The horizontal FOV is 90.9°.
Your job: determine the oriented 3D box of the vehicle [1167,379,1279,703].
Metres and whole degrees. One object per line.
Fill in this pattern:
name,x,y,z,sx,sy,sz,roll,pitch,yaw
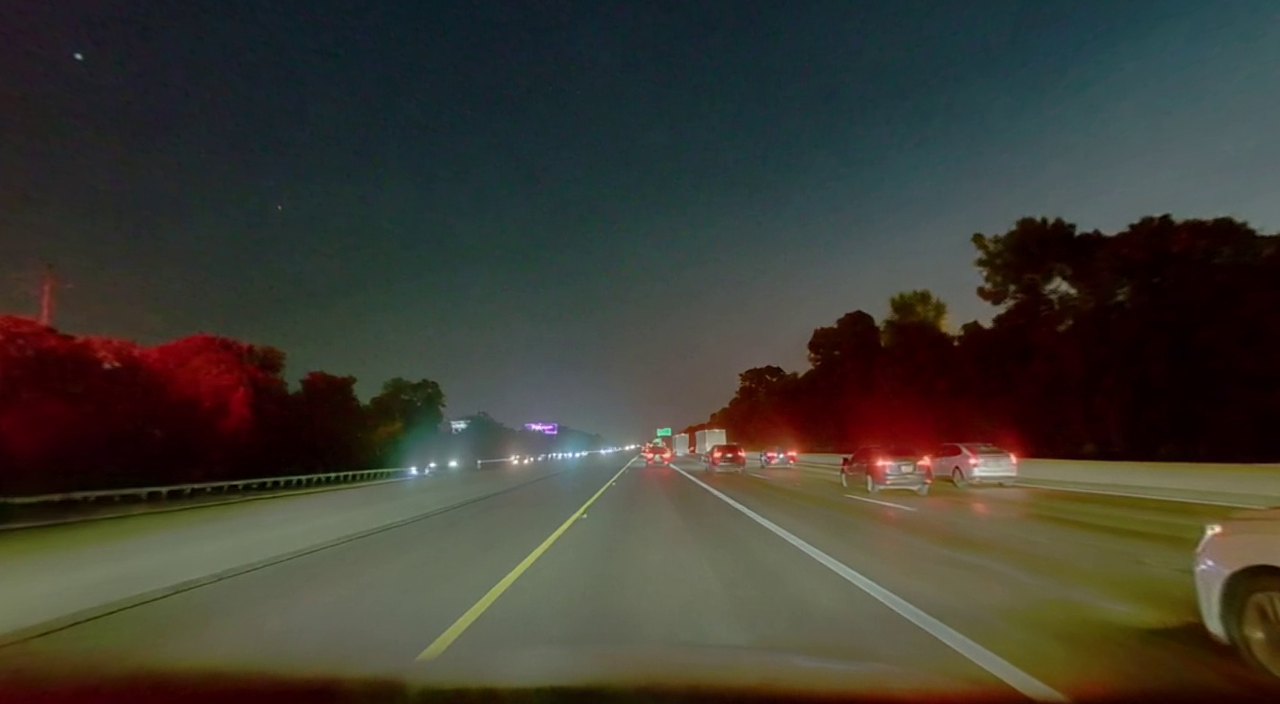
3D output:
vehicle,3.827,0.681,1.122,1.989,1.609,4.355,0,-8,0

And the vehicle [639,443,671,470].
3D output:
vehicle,1.048,7.445,45.219,2.145,1.832,4.004,0,-8,0

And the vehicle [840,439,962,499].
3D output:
vehicle,7.620,3.417,18.961,1.807,1.558,4.352,0,-8,0

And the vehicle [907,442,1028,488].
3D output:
vehicle,12.042,4.149,23.643,1.941,1.539,4.834,0,-8,0

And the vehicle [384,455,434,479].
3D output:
vehicle,-17.052,8.494,46.783,1.937,1.606,4.683,-1,-8,1

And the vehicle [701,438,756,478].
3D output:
vehicle,4.400,5.342,32.077,2.075,1.845,4.667,0,-8,-1

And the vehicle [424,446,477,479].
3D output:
vehicle,-13.123,7.653,43.964,2.014,2.072,5.382,0,-8,0
